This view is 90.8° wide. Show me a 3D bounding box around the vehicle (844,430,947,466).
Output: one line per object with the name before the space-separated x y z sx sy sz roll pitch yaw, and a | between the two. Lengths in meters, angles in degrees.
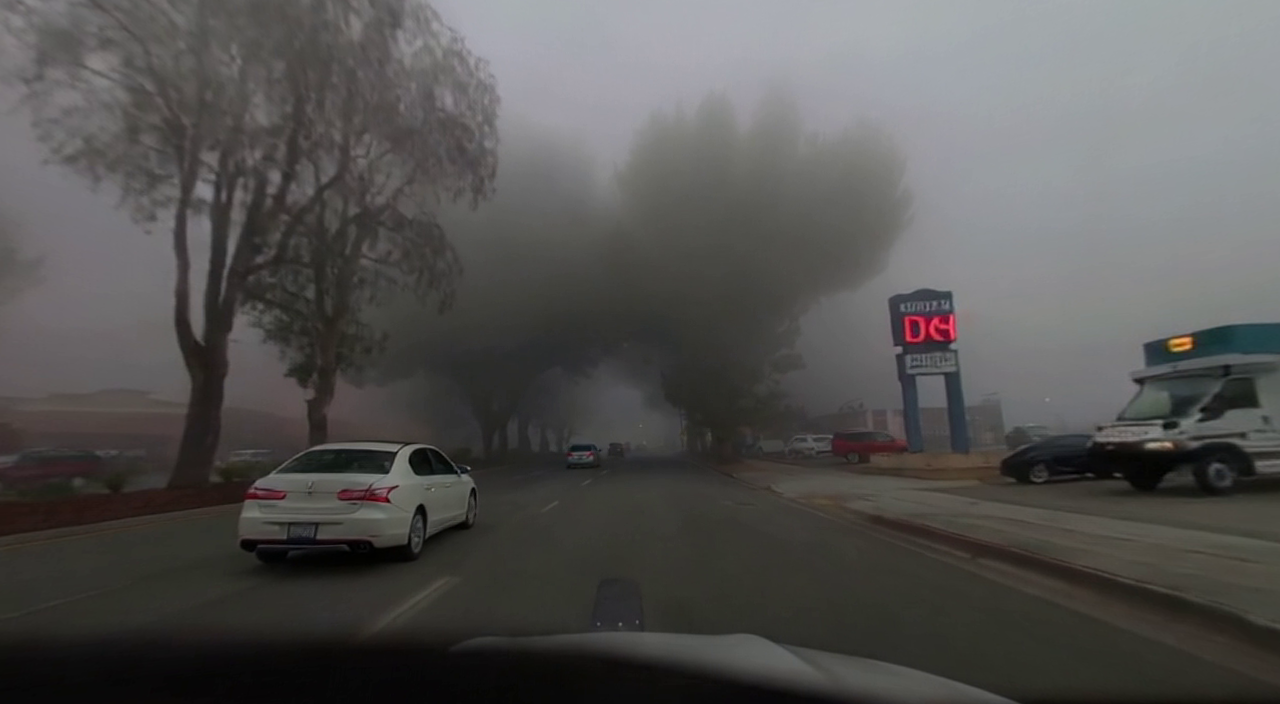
vehicle | 14.019 5.268 34.842 4.697 1.518 1.990 -4 -7 -3

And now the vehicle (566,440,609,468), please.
vehicle | -2.961 5.867 36.491 1.955 1.461 4.396 0 -9 1

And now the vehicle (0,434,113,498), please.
vehicle | -25.993 4.846 27.052 2.393 2.465 5.027 -1 -9 0

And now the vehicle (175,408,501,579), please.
vehicle | -3.477 1.740 8.557 2.126 1.655 4.560 0 -9 0

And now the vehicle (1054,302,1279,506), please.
vehicle | 15.148 1.228 14.974 8.300 4.310 2.832 -1 -8 0
